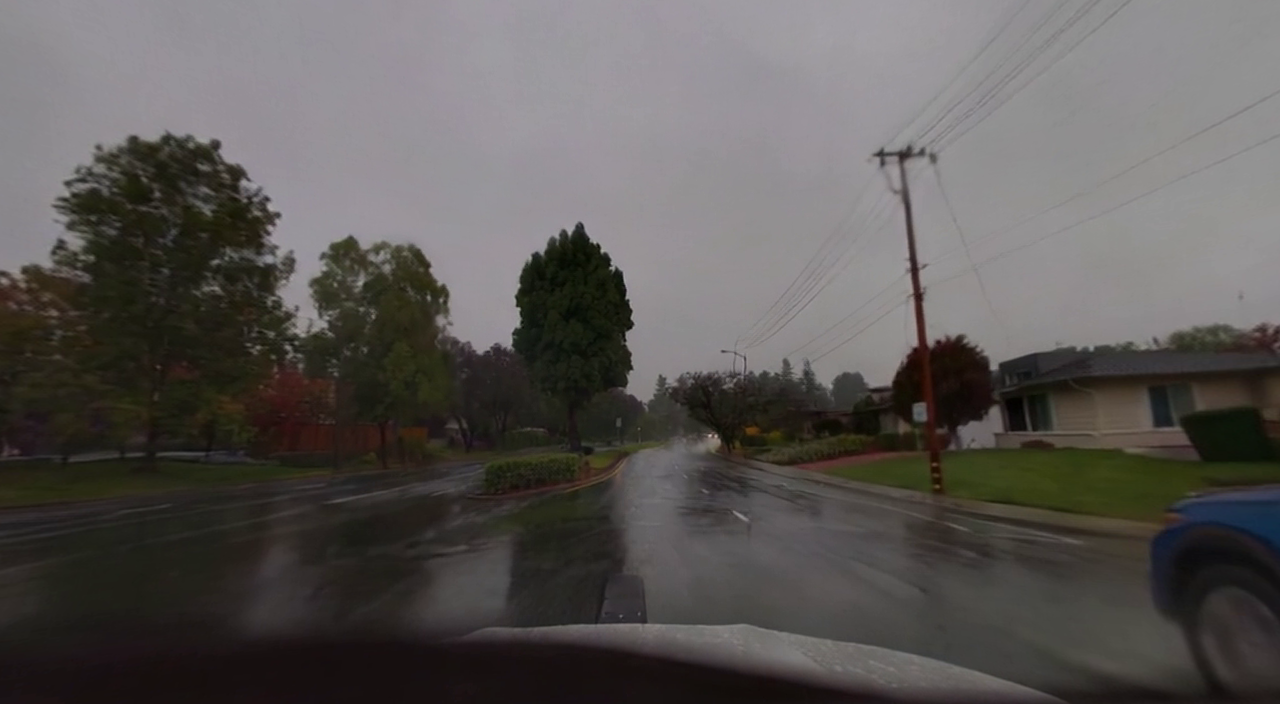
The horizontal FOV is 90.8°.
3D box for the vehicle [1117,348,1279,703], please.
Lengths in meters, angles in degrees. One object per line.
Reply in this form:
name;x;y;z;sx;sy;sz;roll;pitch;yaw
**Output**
vehicle;4.052;0.644;1.411;2.193;1.777;4.772;0;-9;0
